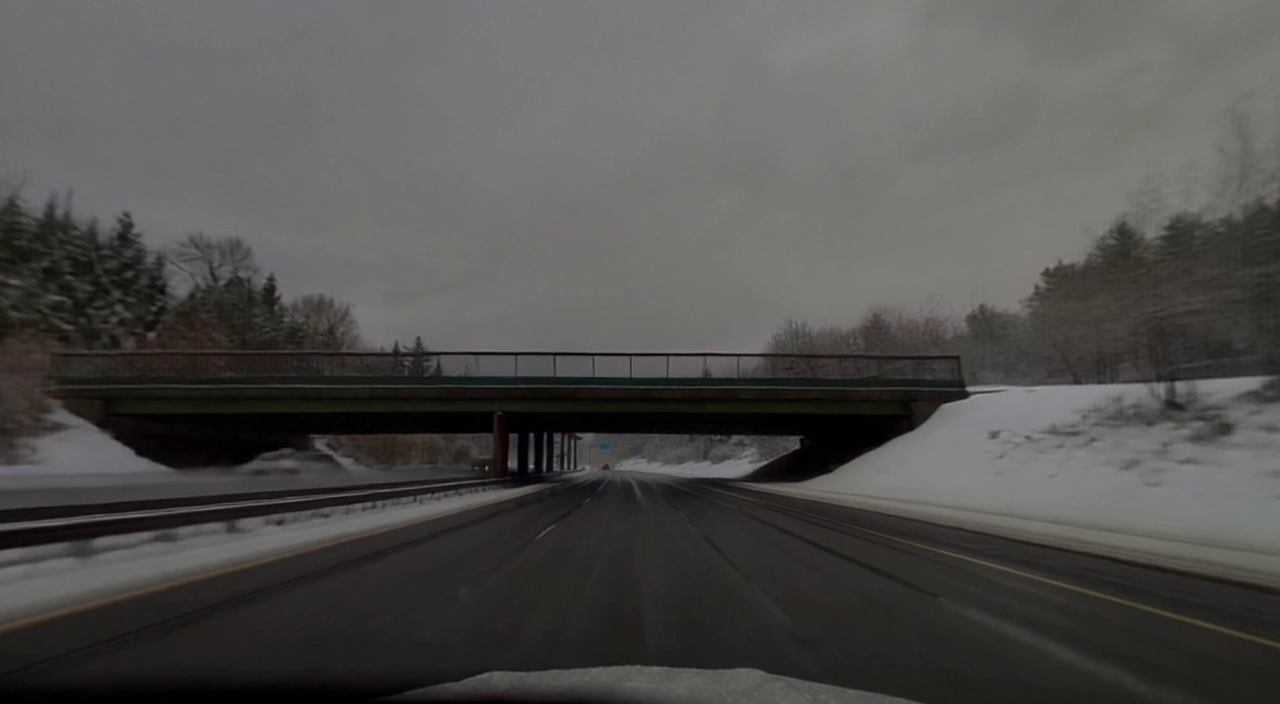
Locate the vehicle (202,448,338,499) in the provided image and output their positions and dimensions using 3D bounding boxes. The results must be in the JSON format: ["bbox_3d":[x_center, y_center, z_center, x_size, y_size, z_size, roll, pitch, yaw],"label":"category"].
[{"bbox_3d":[-13.028,4.339,22.580,2.113,1.597,4.475,1,-11,0],"label":"vehicle"}]
